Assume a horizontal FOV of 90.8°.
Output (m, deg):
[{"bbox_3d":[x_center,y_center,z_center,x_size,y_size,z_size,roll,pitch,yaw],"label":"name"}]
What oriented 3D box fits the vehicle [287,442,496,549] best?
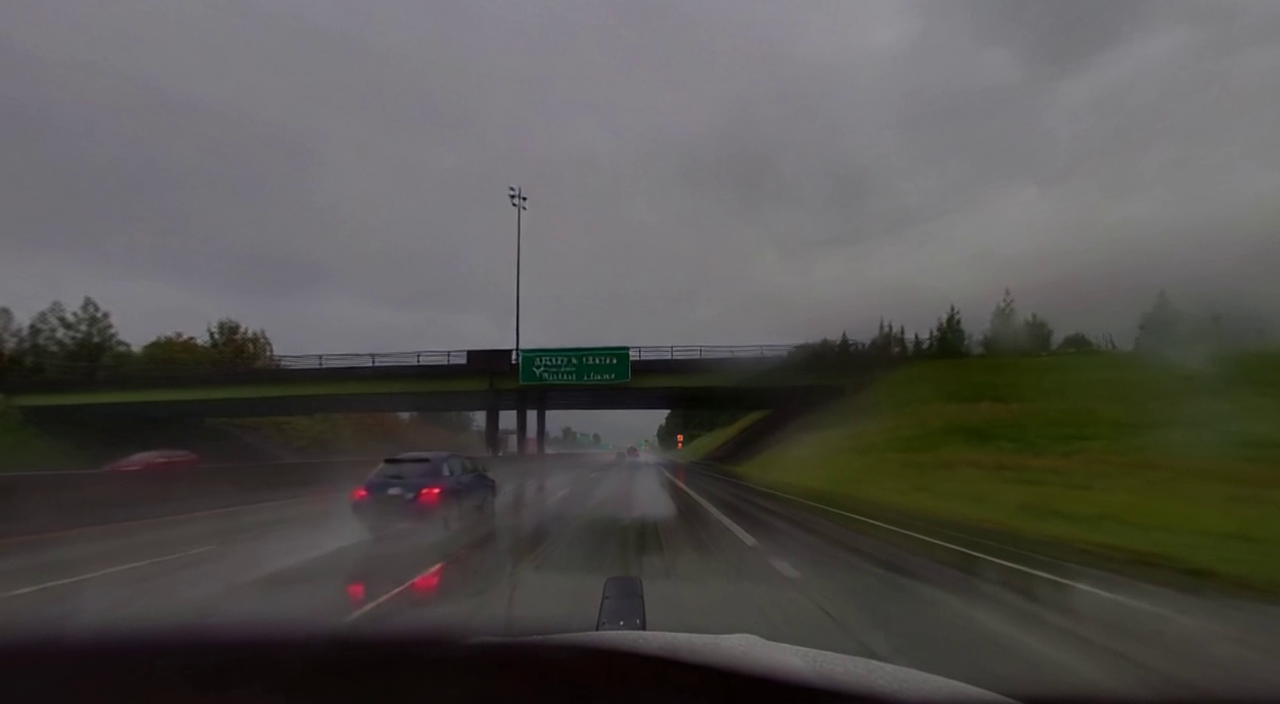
[{"bbox_3d":[-4.028,2.378,11.137,1.992,1.504,4.117,0,-9,0],"label":"vehicle"}]
